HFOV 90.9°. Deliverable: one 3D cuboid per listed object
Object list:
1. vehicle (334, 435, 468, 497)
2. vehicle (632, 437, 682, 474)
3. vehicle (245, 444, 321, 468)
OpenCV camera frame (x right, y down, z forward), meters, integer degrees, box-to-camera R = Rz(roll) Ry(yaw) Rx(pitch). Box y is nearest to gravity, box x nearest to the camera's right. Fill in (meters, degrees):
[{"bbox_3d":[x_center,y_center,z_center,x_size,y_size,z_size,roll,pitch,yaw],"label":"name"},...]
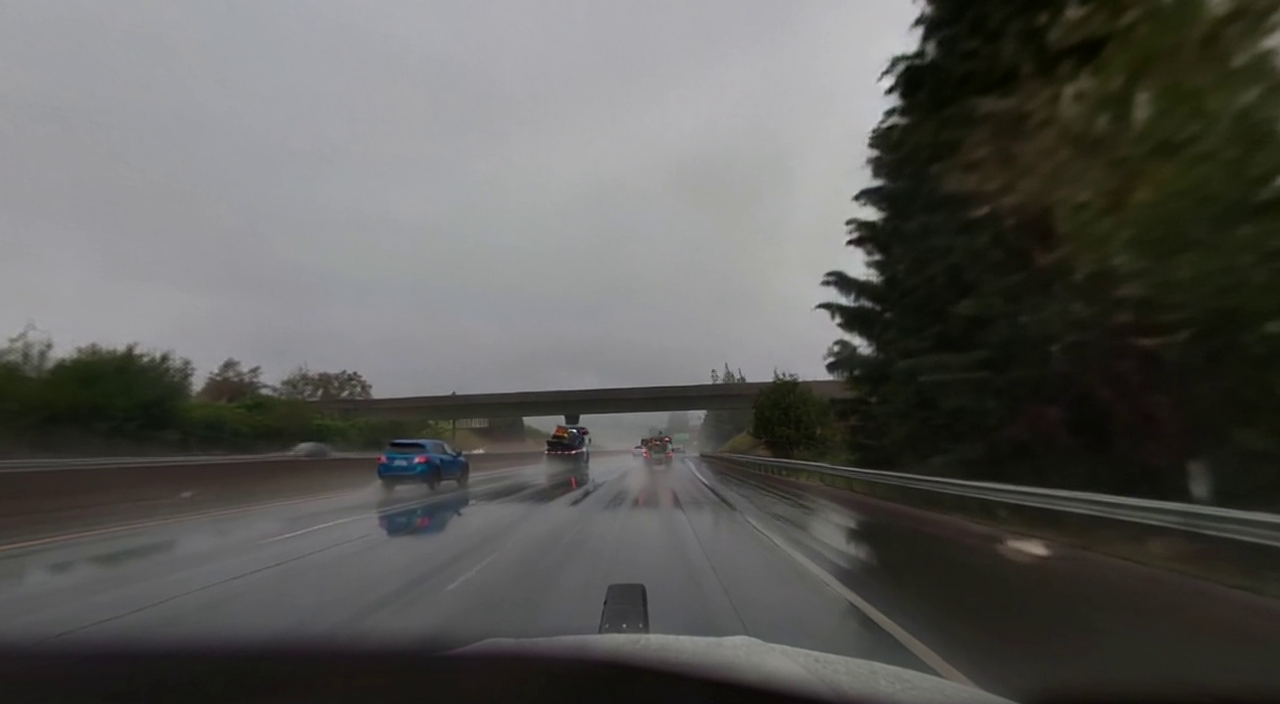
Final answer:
[{"bbox_3d":[-6.986,3.369,19.089,2.115,1.644,4.513,0,-8,3],"label":"vehicle"},{"bbox_3d":[0.855,5.167,31.713,2.336,1.722,4.212,0,-8,2],"label":"vehicle"},{"bbox_3d":[-24.212,7.055,43.069,1.950,1.527,5.235,0,-8,2],"label":"vehicle"}]
